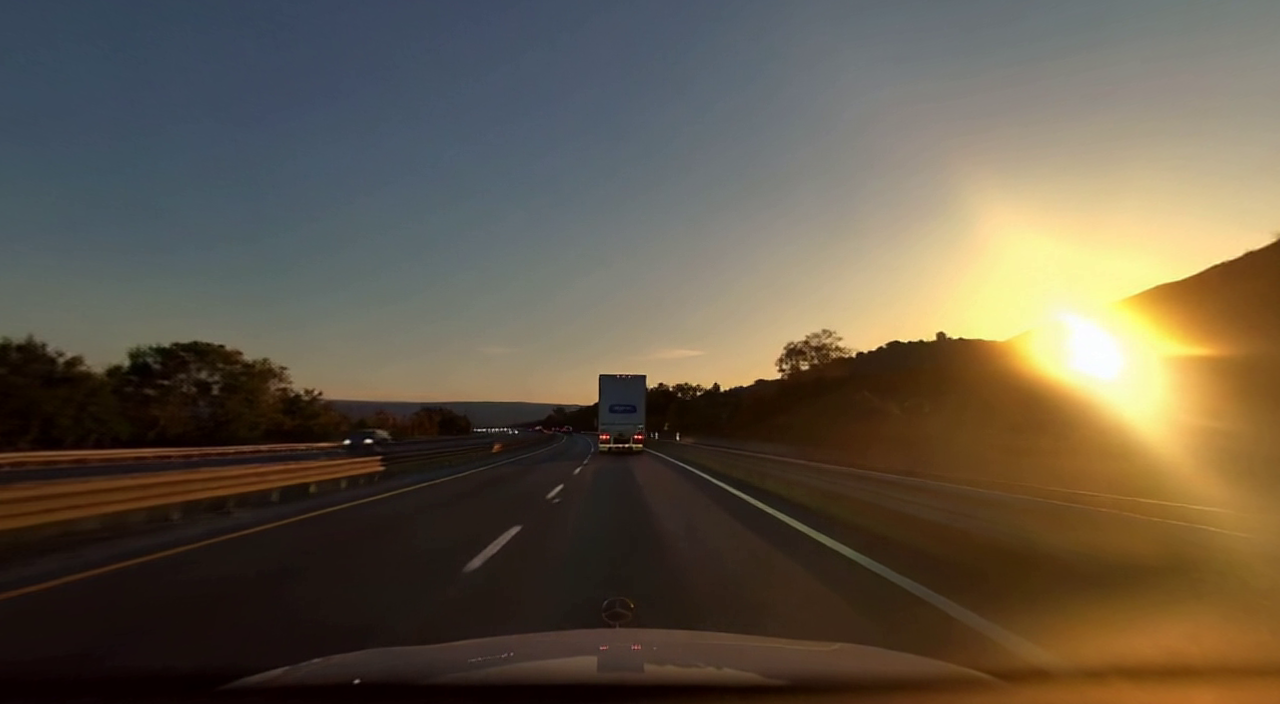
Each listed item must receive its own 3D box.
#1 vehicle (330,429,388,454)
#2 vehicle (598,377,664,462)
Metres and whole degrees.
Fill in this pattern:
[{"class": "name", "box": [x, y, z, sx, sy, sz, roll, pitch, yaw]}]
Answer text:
[{"class": "vehicle", "box": [-18.340, 5.849, 41.320, 1.879, 1.515, 4.554, 0, -8, -2]}, {"class": "vehicle", "box": [-0.633, 3.828, 34.500, 3.023, 3.965, 10.402, 0, -8, -2]}]
